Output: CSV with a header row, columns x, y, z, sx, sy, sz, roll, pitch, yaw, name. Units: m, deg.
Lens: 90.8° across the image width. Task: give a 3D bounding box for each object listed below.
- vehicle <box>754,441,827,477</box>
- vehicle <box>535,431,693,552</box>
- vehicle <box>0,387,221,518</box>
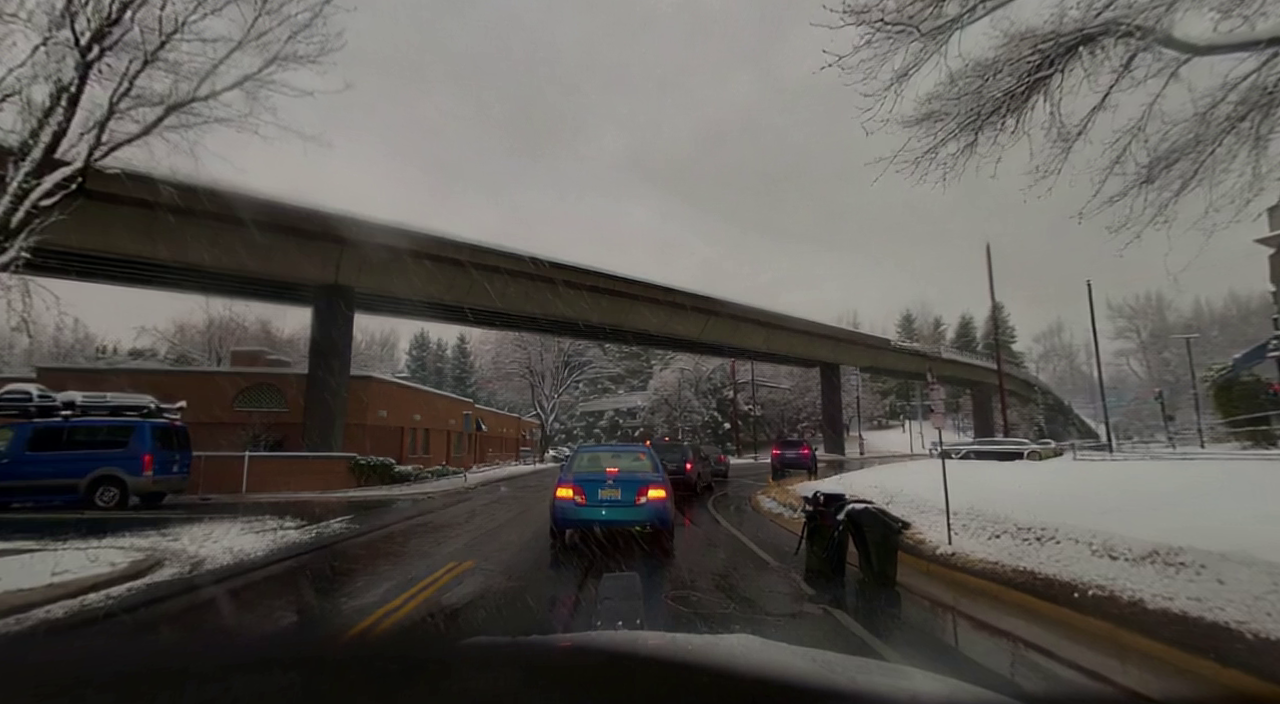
x,y,z,sx,sy,sz,roll,pitch,yaw,name
8.444,5.912,35.206,2.032,1.828,4.425,-7,-11,40,vehicle
-0.281,2.194,10.715,2.087,1.578,4.652,0,-9,2,vehicle
-13.553,2.344,14.877,5.356,2.762,2.644,0,-9,0,vehicle
